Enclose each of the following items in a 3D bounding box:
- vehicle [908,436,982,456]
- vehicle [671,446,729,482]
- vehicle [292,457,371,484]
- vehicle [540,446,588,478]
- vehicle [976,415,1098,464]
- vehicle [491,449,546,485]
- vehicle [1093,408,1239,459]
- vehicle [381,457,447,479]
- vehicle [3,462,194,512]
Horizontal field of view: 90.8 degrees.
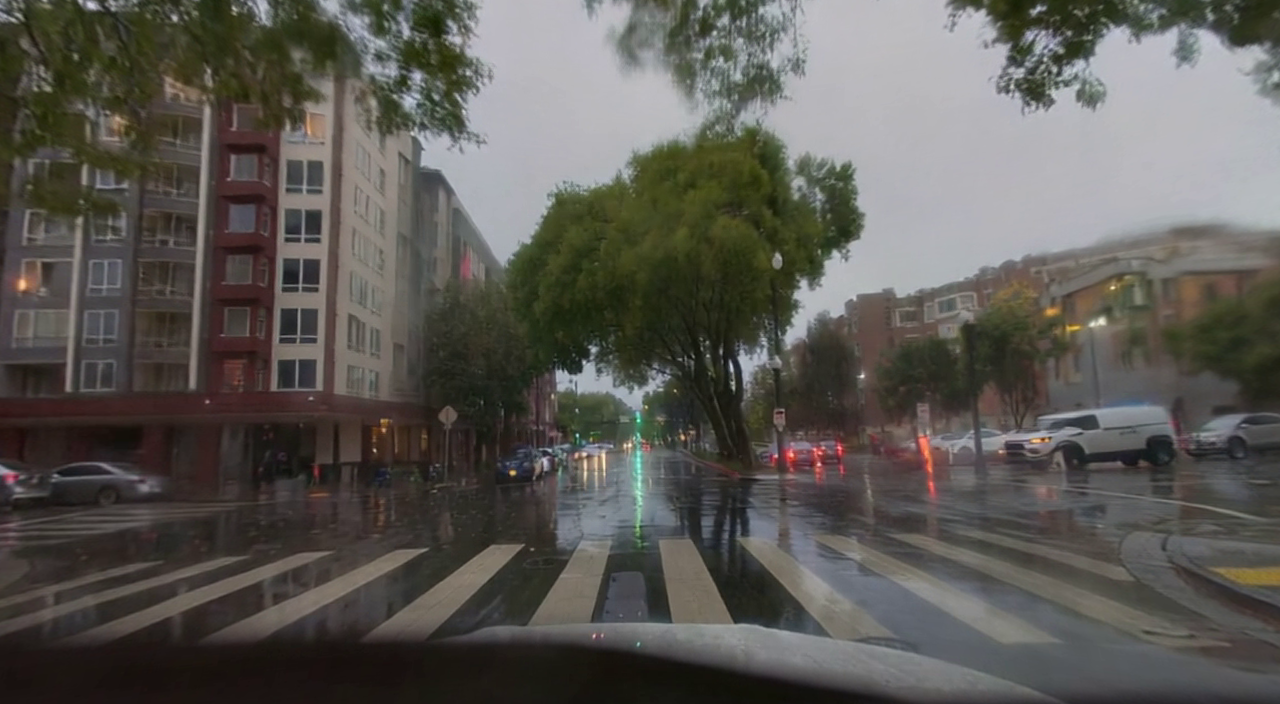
[{"bbox_3d":[23.013,7.087,47.772,4.528,1.475,2.070,0,-8,3],"label":"vehicle"},{"bbox_3d":[3.253,5.874,33.548,1.942,1.603,3.785,1,-7,23],"label":"vehicle"},{"bbox_3d":[-23.156,8.889,47.482,4.844,1.836,2.117,-1,-8,5],"label":"vehicle"},{"bbox_3d":[-4.436,6.550,37.700,2.102,1.768,4.290,-1,-9,3],"label":"vehicle"},{"bbox_3d":[16.743,3.790,26.997,2.041,1.921,4.574,0,-9,-2],"label":"vehicle"},{"bbox_3d":[-7.617,7.249,40.251,2.193,1.814,5.061,-9,-8,0],"label":"vehicle"},{"bbox_3d":[22.304,3.532,27.144,2.137,1.962,4.988,-1,-8,3],"label":"vehicle"},{"bbox_3d":[-16.931,8.668,47.376,4.203,1.544,1.889,0,-8,2],"label":"vehicle"},{"bbox_3d":[-17.316,4.316,20.372,4.439,1.448,1.793,0,-9,0],"label":"vehicle"}]
